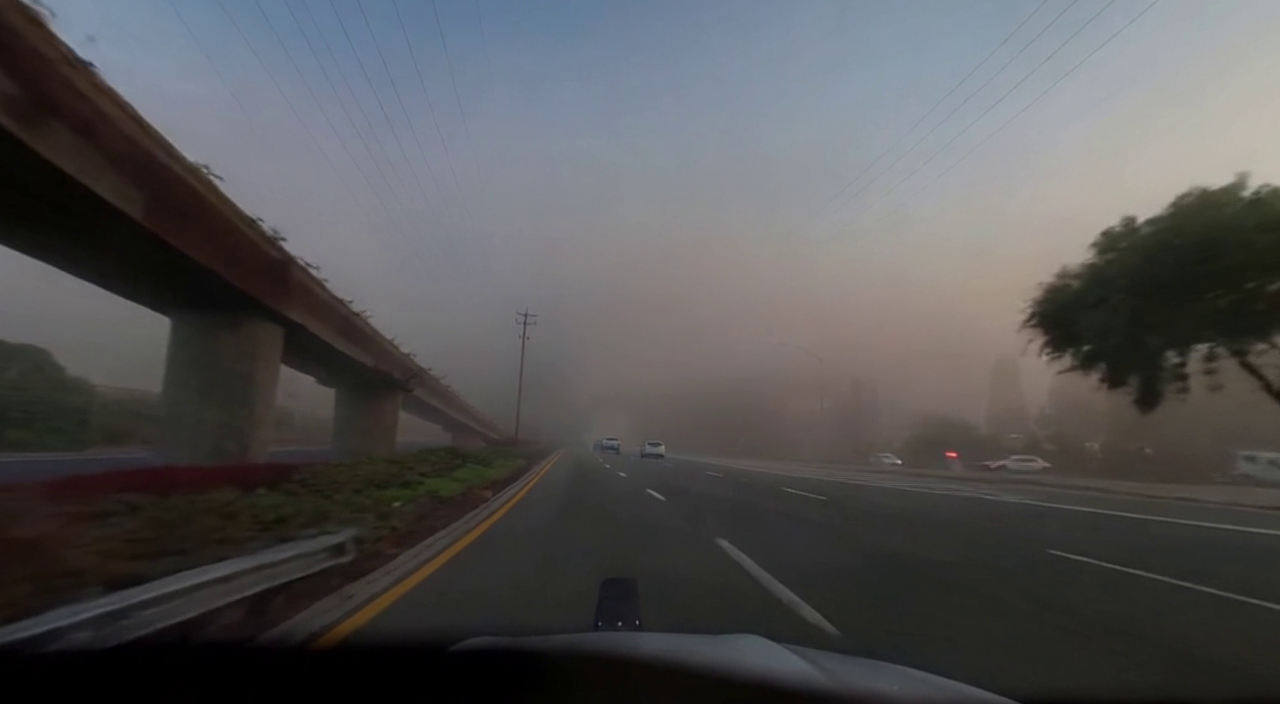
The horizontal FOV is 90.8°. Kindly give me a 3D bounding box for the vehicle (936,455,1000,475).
[{"bbox_3d":[25.103,8.672,48.401,4.057,1.399,1.750,3,-10,-9],"label":"vehicle"}]

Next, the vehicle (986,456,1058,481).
[{"bbox_3d":[27.932,8.542,46.255,4.118,1.676,1.948,1,-10,-12],"label":"vehicle"}]
